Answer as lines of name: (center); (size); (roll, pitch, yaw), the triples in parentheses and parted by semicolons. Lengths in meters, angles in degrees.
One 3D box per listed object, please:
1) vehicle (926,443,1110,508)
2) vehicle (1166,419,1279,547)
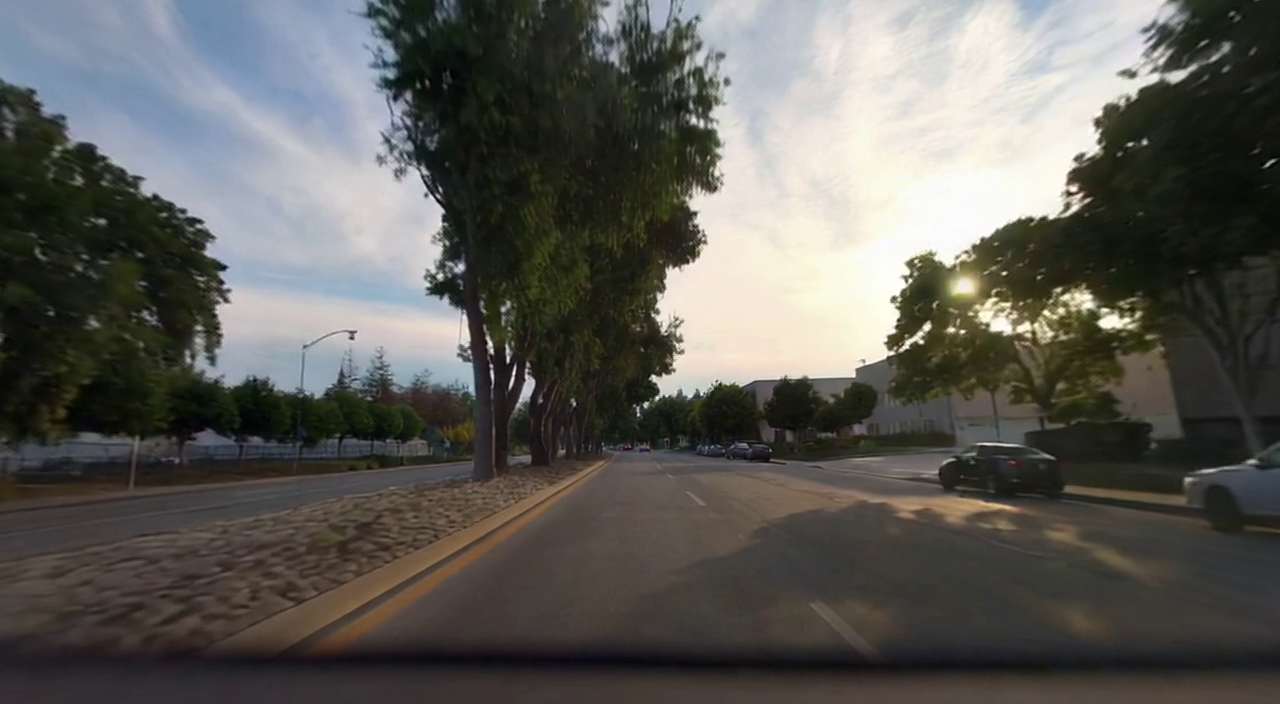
vehicle: (9.912, 3.239, 17.160); (1.996, 1.488, 4.810); (0, -9, 0)
vehicle: (9.863, 1.738, 8.217); (2.018, 1.742, 4.547); (0, -9, -1)
